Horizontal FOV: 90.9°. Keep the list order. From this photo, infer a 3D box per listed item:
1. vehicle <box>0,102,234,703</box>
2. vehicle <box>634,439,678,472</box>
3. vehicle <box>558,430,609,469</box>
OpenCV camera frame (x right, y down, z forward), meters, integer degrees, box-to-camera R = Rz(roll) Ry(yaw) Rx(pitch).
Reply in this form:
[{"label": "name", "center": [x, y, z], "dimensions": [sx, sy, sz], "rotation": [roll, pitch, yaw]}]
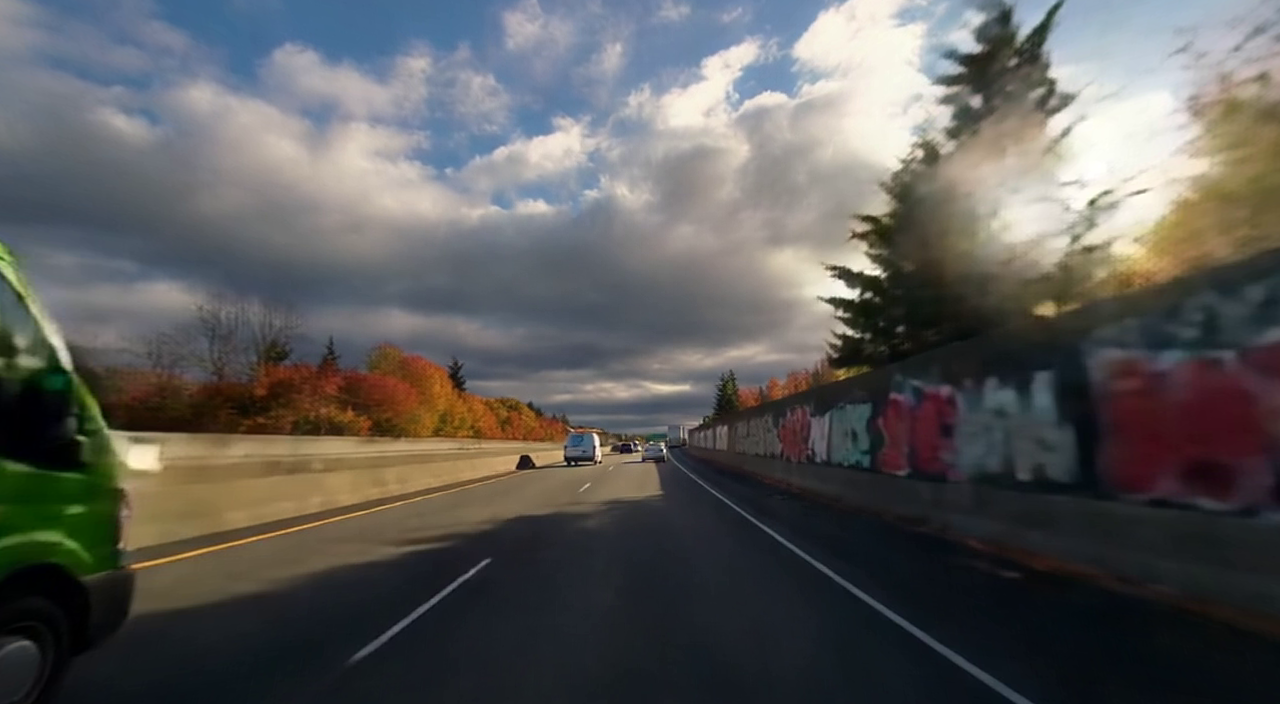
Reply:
[{"label": "vehicle", "center": [-3.881, 0.038, 0.869], "dimensions": [2.297, 2.687, 6.317], "rotation": [0, -8, 1]}, {"label": "vehicle", "center": [0.781, 5.102, 31.240], "dimensions": [2.071, 1.487, 3.948], "rotation": [0, -8, 1]}, {"label": "vehicle", "center": [-3.090, 5.446, 35.355], "dimensions": [2.199, 1.973, 5.078], "rotation": [0, -8, 2]}]
